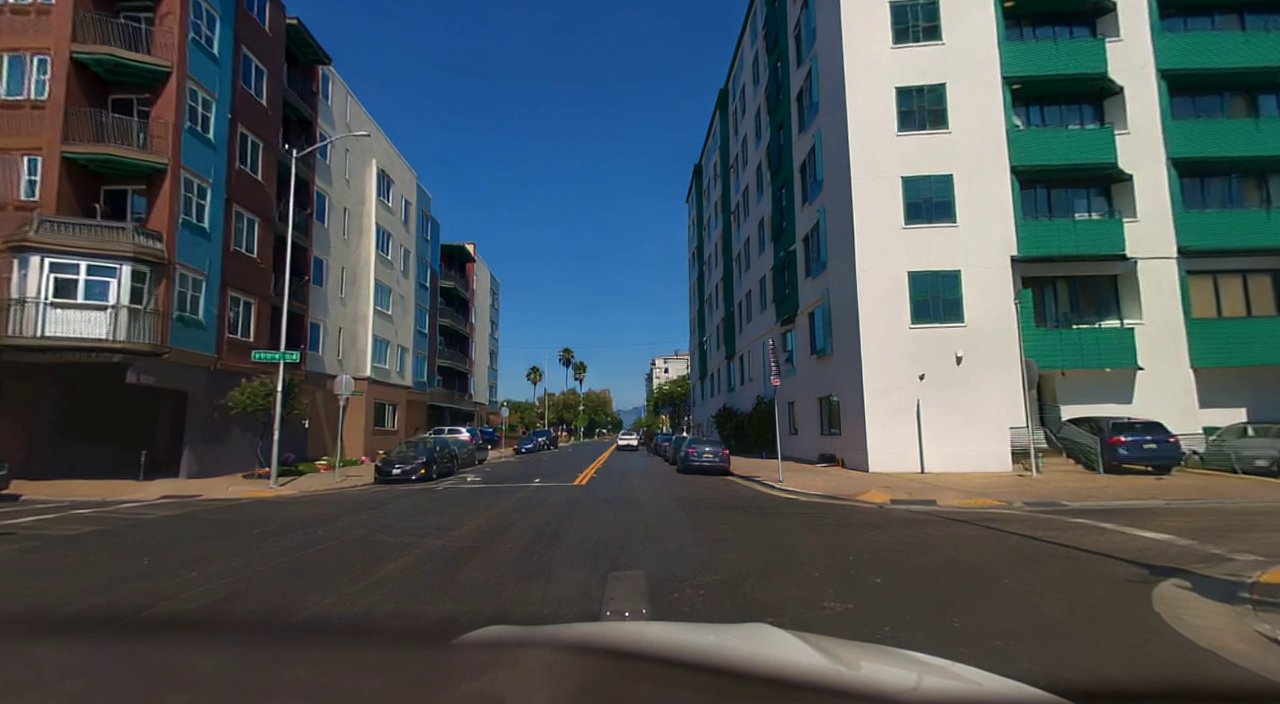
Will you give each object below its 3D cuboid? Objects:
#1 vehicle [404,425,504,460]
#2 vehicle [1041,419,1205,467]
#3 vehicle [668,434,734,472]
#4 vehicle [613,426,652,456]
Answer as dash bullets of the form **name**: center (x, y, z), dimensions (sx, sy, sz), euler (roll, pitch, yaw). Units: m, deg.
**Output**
- **vehicle**: center (-11.435, 5.588, 38.872), dimensions (5.540, 1.950, 2.113), euler (4, -12, -28)
- **vehicle**: center (15.322, 2.912, 20.140), dimensions (3.752, 1.453, 1.709), euler (0, -9, 2)
- **vehicle**: center (2.499, 4.300, 27.046), dimensions (2.290, 1.456, 4.503), euler (0, -8, -1)
- **vehicle**: center (-0.467, 5.807, 40.909), dimensions (2.412, 1.834, 4.636), euler (0, -8, 0)
